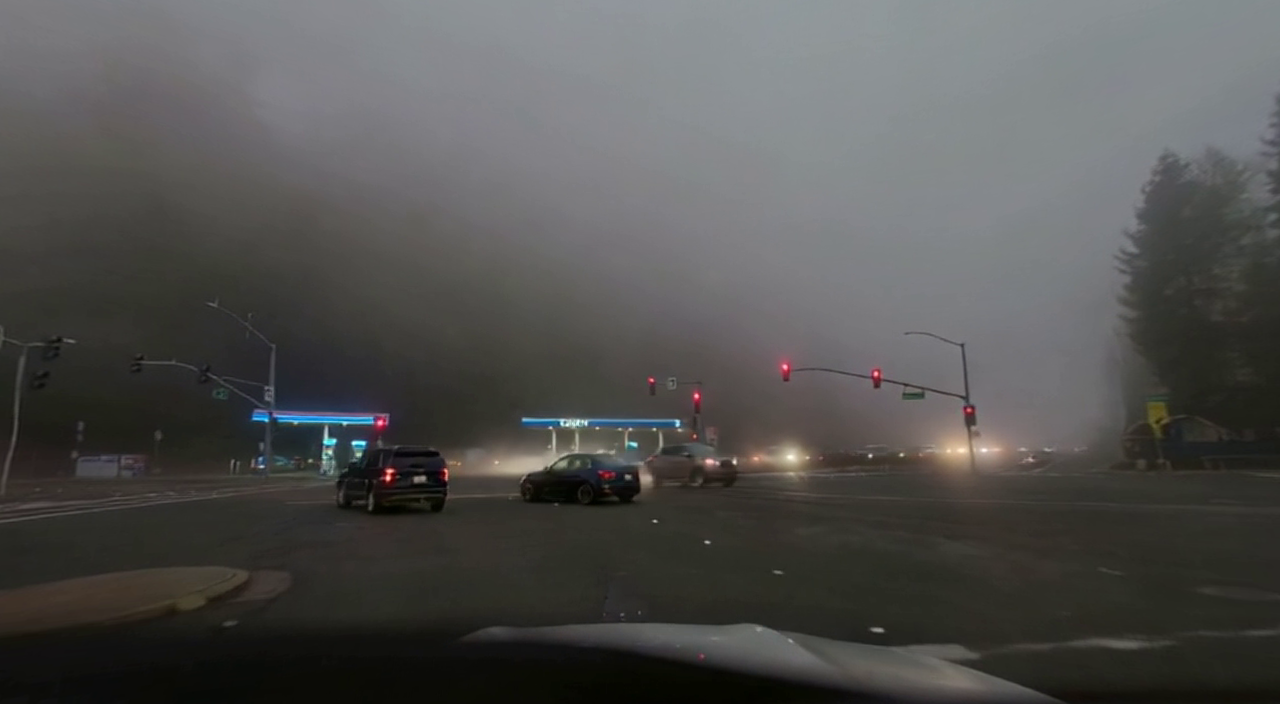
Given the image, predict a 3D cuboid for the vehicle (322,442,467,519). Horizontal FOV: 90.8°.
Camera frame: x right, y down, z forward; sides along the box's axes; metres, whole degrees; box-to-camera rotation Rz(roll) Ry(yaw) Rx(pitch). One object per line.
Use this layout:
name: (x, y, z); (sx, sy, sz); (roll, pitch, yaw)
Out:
vehicle: (-6.798, 3.364, 17.177); (2.351, 1.733, 4.616); (6, -10, -38)

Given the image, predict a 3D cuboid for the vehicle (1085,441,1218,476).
vehicle: (27.250, 5.689, 33.899); (4.952, 1.745, 2.184); (-3, -9, 17)

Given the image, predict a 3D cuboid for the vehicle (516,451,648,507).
vehicle: (-1.872, 3.719, 19.052); (1.965, 1.460, 4.581); (6, -11, -34)

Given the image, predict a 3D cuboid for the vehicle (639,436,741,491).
vehicle: (1.727, 4.136, 23.694); (2.016, 1.828, 4.503); (3, -10, -21)
